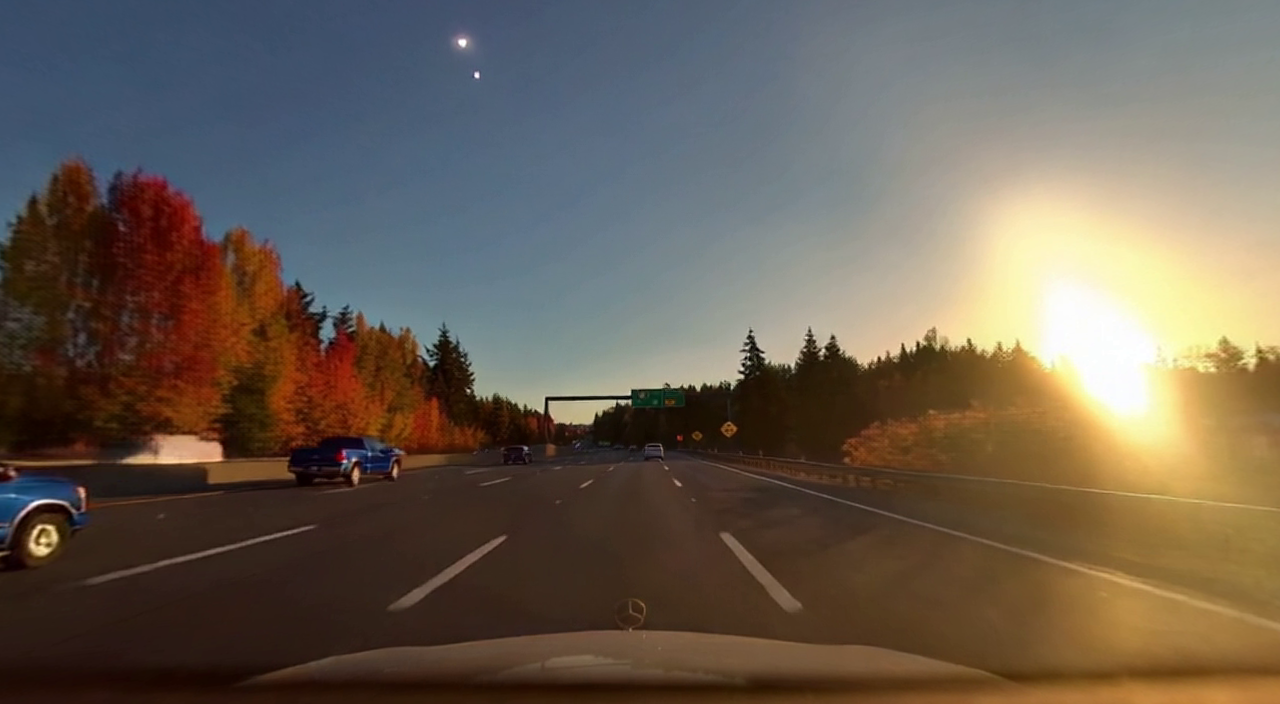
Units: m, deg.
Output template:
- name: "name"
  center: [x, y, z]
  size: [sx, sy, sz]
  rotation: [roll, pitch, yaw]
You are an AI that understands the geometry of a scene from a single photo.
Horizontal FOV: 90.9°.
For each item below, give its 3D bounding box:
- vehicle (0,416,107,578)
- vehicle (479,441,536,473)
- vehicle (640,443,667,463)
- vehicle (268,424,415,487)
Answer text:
- name: "vehicle"
  center: [-7.271, 1.246, 4.984]
  size: [1.965, 1.567, 4.686]
  rotation: [0, -8, 1]
- name: "vehicle"
  center: [-6.690, 5.323, 32.198]
  size: [1.919, 1.499, 4.234]
  rotation: [0, -8, 1]
- name: "vehicle"
  center: [1.067, 7.751, 48.482]
  size: [1.984, 1.471, 4.202]
  rotation: [0, -8, 1]
- name: "vehicle"
  center: [-10.630, 3.733, 23.144]
  size: [2.347, 1.984, 5.778]
  rotation: [0, -8, 2]
